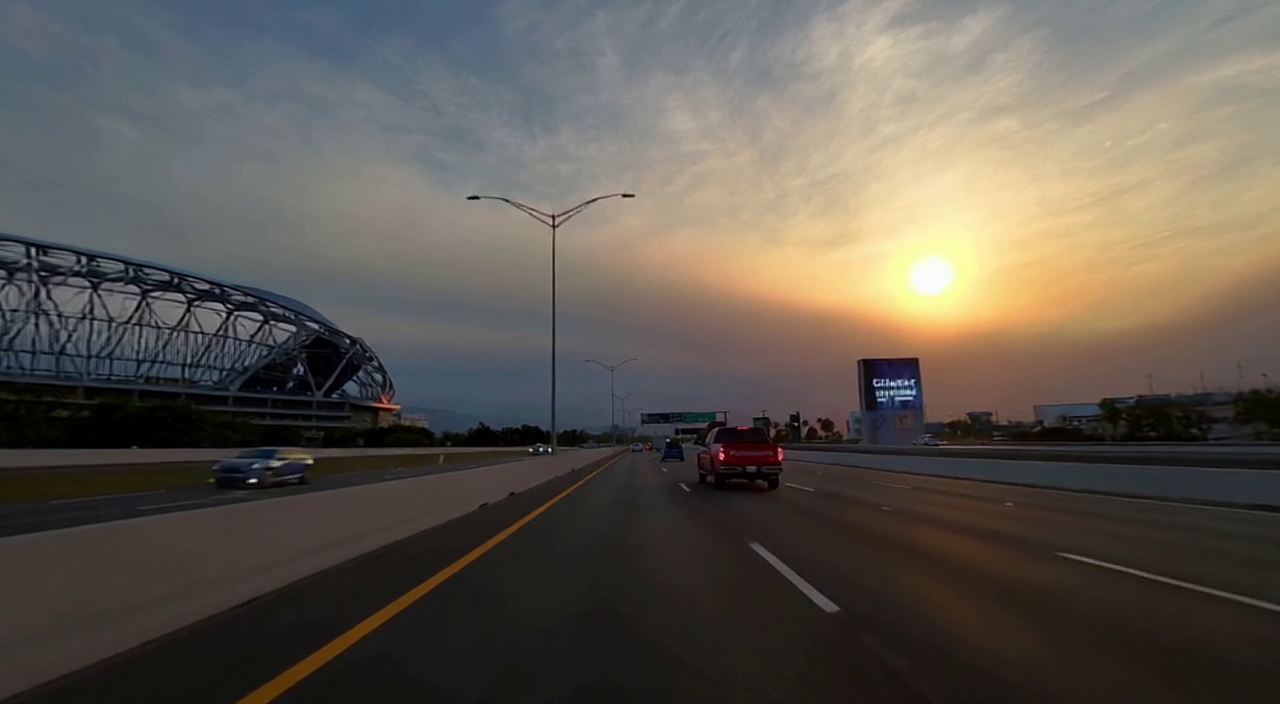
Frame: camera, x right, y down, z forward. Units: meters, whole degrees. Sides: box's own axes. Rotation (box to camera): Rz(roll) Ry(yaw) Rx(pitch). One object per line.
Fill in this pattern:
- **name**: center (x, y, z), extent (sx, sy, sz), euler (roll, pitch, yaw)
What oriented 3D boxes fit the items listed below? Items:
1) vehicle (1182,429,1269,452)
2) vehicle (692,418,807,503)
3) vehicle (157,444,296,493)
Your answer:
- **vehicle**: center (41.051, 6.259, 44.452), extent (1.792, 1.508, 4.486), euler (0, -9, -1)
- **vehicle**: center (2.821, 2.970, 17.565), extent (2.199, 2.002, 4.970), euler (0, -9, -1)
- **vehicle**: center (-14.473, 4.077, 22.474), extent (1.875, 1.527, 4.456), euler (0, -9, 1)
